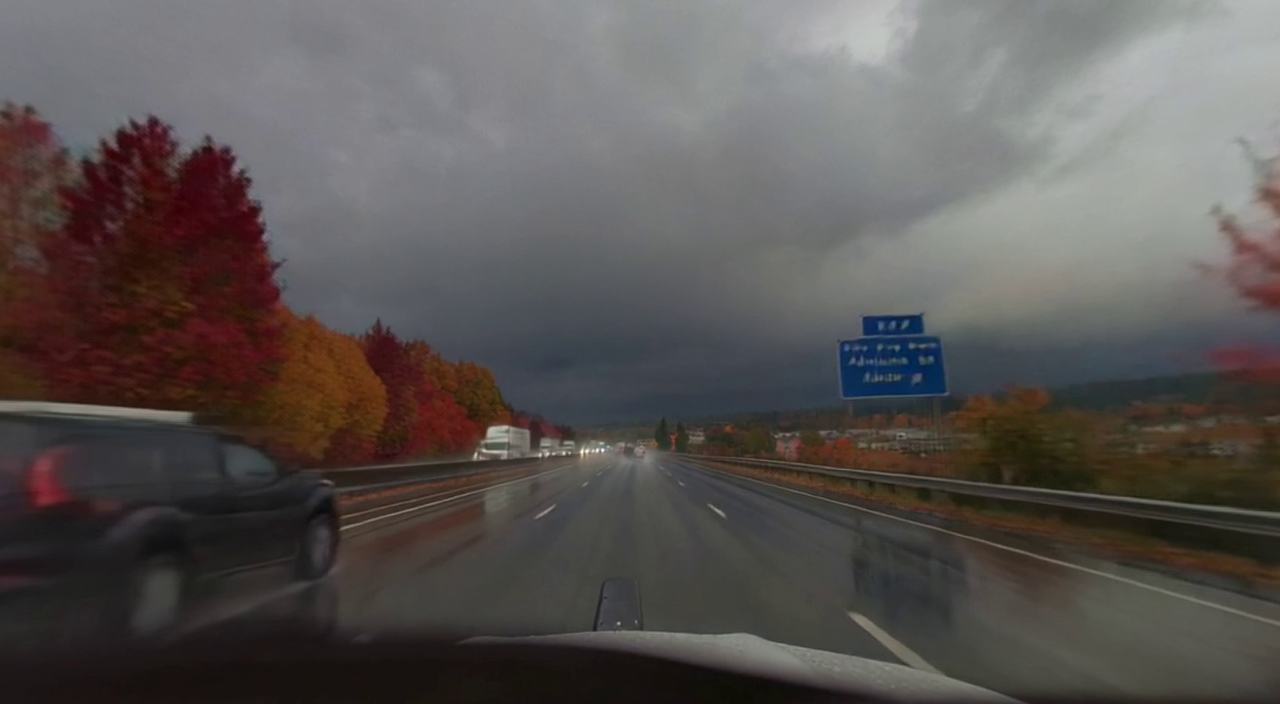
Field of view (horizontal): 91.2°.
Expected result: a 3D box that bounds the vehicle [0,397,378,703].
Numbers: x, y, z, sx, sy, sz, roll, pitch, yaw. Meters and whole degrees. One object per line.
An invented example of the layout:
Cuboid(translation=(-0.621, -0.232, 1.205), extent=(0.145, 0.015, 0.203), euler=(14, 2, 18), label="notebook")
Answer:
Cuboid(translation=(-3.954, 1.254, 4.436), extent=(2.153, 1.577, 4.707), euler=(0, -9, 0), label="vehicle")
